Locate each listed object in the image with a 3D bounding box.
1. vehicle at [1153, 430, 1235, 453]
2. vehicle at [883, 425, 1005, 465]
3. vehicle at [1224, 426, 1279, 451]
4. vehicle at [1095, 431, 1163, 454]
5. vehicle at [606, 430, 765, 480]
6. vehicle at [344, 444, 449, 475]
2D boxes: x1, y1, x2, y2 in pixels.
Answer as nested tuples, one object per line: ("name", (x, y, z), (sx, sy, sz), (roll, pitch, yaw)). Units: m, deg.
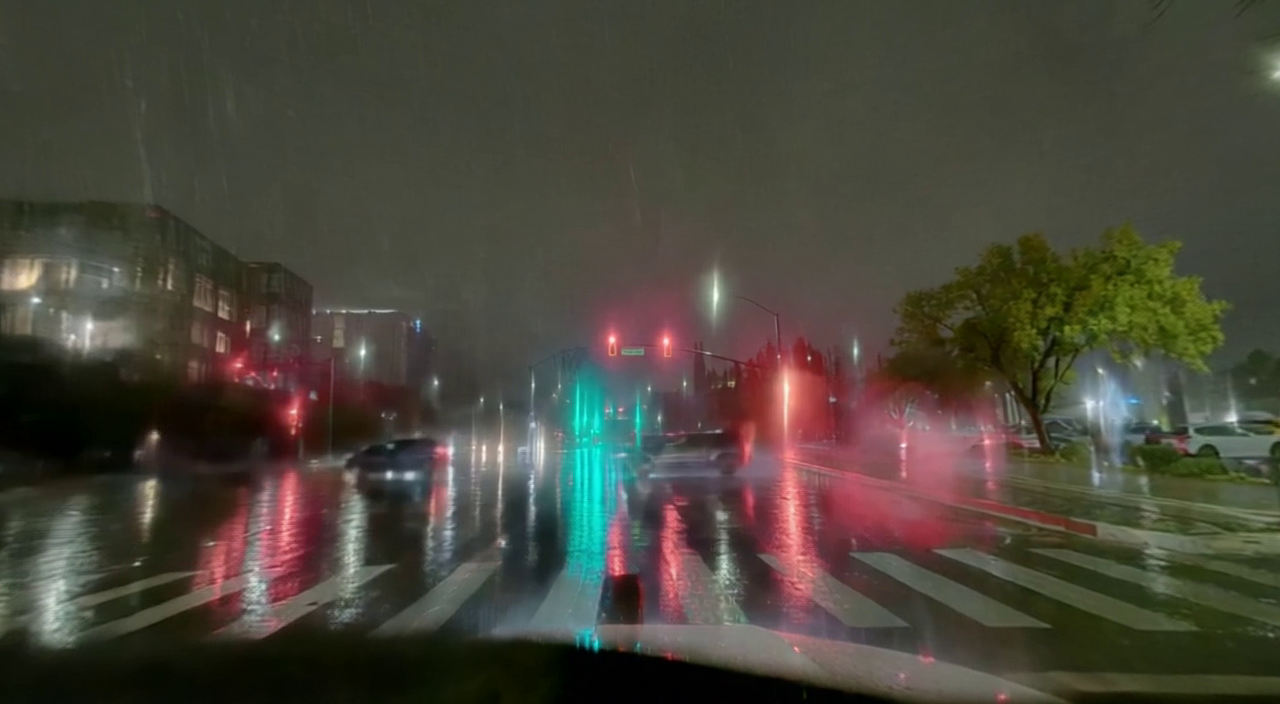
("vehicle", (36.565, 5.933, 41.824), (1.726, 1.429, 4.163), (-1, -8, 2))
("vehicle", (13.656, 4.226, 28.664), (4.571, 1.698, 1.977), (-2, -9, 13))
("vehicle", (42.254, 5.763, 41.928), (2.037, 1.614, 5.175), (0, -8, 0))
("vehicle", (33.210, 6.170, 43.059), (2.090, 1.494, 4.321), (-3, -9, 15))
("vehicle", (1.414, 3.343, 20.726), (4.916, 1.504, 1.846), (1, -9, -8))
("vehicle", (-10.968, 4.838, 28.622), (4.046, 1.306, 1.719), (-1, -8, 2))
